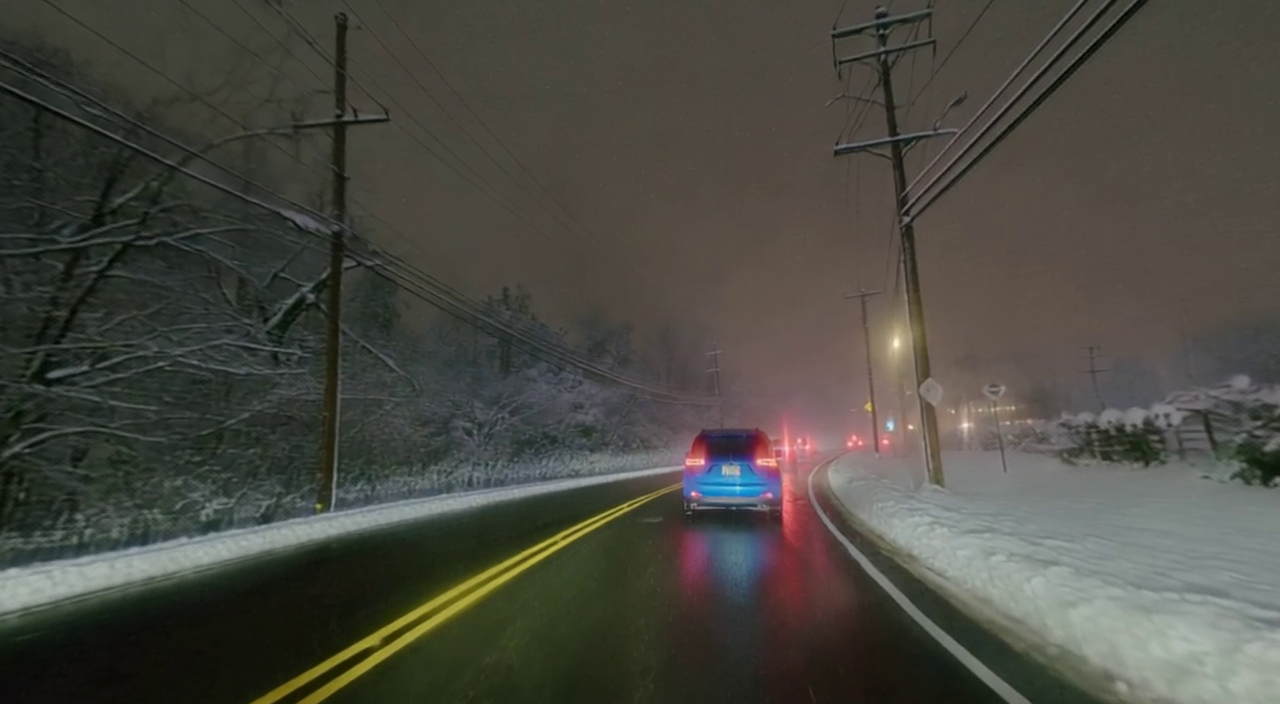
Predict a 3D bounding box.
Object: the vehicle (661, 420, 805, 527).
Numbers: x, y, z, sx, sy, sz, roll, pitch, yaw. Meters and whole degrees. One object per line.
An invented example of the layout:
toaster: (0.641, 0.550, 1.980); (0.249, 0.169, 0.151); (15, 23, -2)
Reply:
vehicle: (1.807, 2.150, 11.715); (2.157, 1.565, 4.243); (-2, -9, 11)
